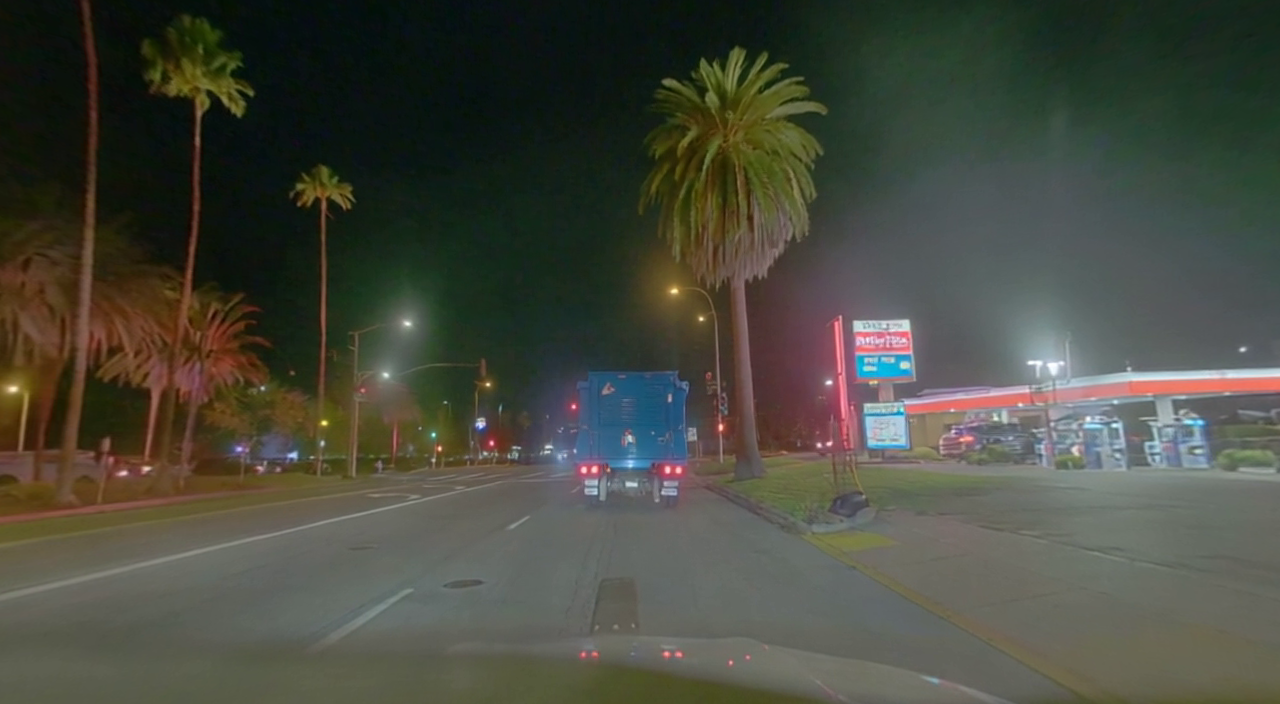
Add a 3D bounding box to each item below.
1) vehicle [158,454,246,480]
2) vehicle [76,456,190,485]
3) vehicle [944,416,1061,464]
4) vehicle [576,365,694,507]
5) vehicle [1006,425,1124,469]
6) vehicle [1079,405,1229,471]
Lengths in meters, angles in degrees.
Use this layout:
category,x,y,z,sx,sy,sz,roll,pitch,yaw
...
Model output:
category,x,y,z,sx,sy,sz,roll,pitch,yaw
vehicle,-27.994,7.337,40.549,4.303,1.567,2.021,5,-10,-28
vehicle,-27.639,6.466,34.659,4.493,1.453,1.912,4,-9,-27
vehicle,15.974,3.885,27.780,5.078,1.937,2.326,6,-10,-34
vehicle,-0.088,2.161,16.363,2.463,2.954,5.938,1,-8,0
vehicle,15.266,3.385,22.649,4.105,1.433,1.931,5,-10,-33
vehicle,15.756,2.618,19.323,4.472,1.730,1.939,2,-10,-31
